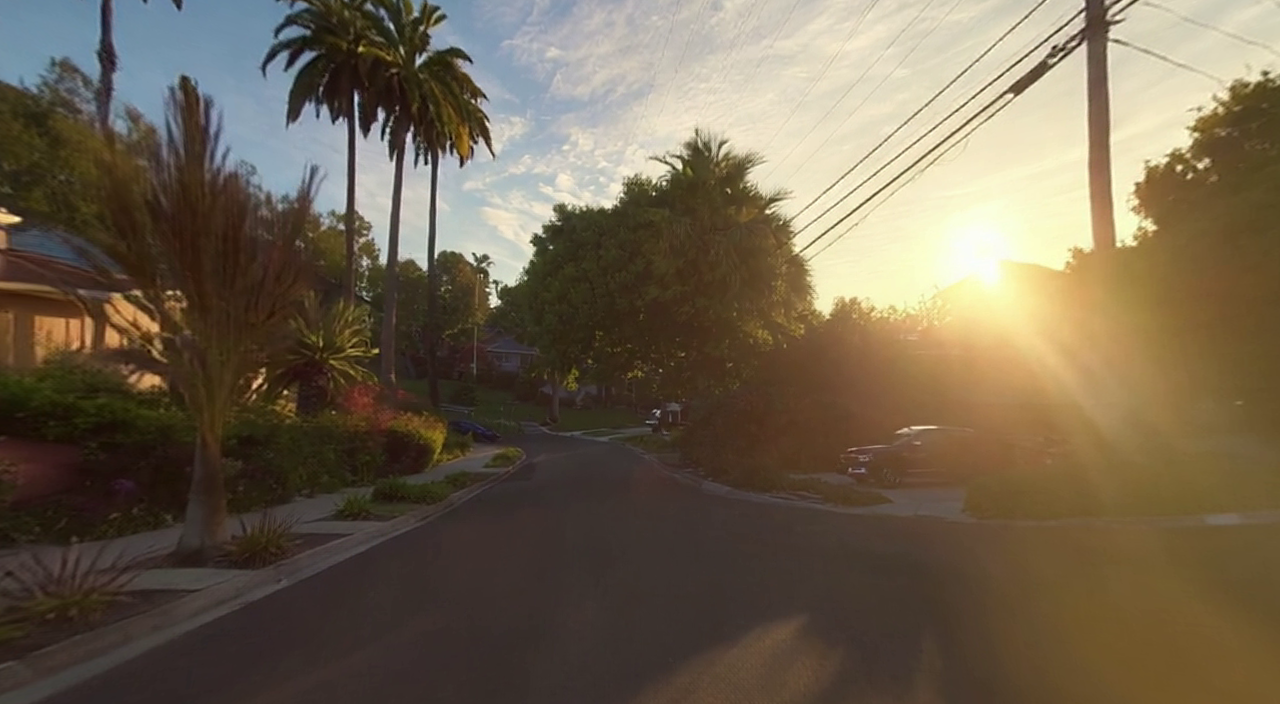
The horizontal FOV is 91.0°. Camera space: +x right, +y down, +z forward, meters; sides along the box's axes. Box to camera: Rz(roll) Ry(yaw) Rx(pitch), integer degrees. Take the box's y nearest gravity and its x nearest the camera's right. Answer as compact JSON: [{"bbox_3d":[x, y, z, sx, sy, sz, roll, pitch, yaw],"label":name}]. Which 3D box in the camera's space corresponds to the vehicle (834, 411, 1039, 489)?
[{"bbox_3d":[8.671,2.926,18.404,5.663,1.913,2.170,6,-10,-23],"label":"vehicle"}]
